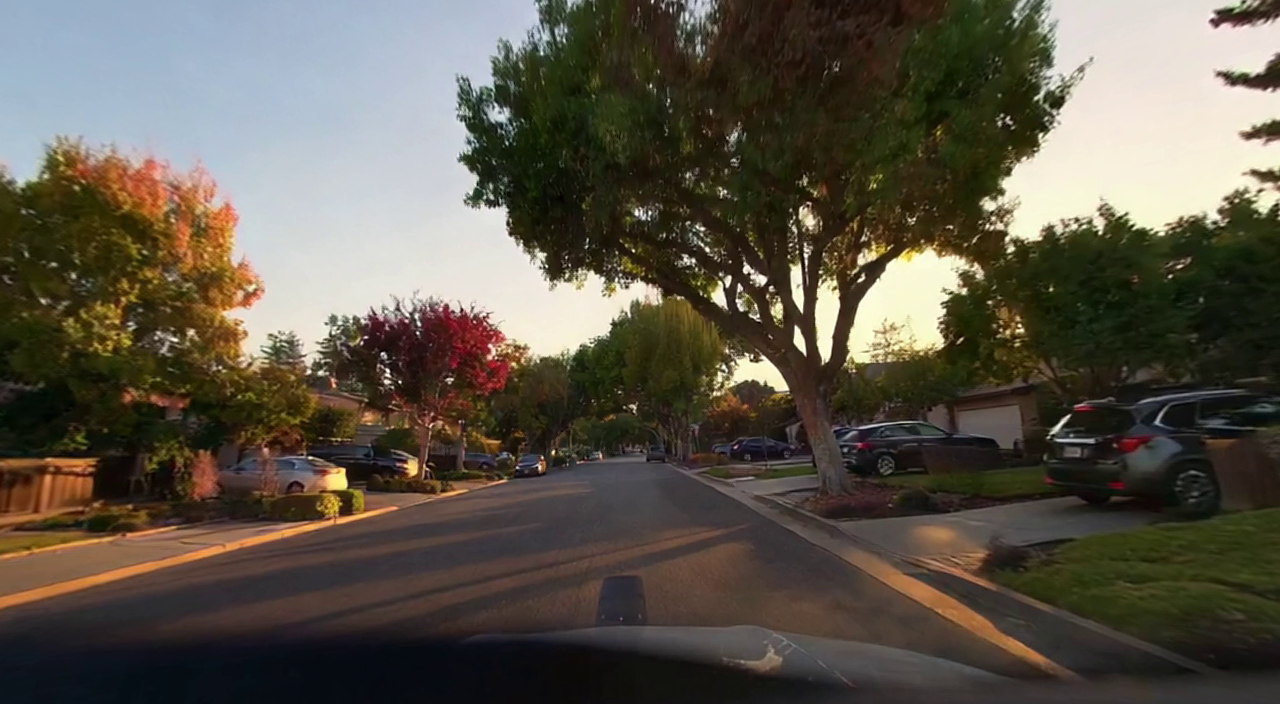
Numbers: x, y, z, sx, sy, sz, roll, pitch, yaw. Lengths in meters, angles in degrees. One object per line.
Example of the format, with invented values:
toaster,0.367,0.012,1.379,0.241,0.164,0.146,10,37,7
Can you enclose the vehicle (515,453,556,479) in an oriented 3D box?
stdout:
vehicle,-6.389,6.998,38.907,1.878,1.496,3.535,0,-9,0

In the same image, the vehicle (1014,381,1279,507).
vehicle,8.681,1.388,9.576,4.732,1.707,1.898,0,-9,2

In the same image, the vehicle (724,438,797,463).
vehicle,8.301,6.811,43.742,4.599,1.652,1.903,0,-9,-3

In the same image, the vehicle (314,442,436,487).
vehicle,-12.406,5.272,29.848,4.753,2.028,2.079,0,-9,0

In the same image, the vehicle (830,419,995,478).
vehicle,8.527,3.044,20.071,4.334,1.750,1.900,0,-9,-2

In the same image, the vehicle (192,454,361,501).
vehicle,-12.114,4.191,21.318,4.476,1.476,1.877,0,-9,-2
